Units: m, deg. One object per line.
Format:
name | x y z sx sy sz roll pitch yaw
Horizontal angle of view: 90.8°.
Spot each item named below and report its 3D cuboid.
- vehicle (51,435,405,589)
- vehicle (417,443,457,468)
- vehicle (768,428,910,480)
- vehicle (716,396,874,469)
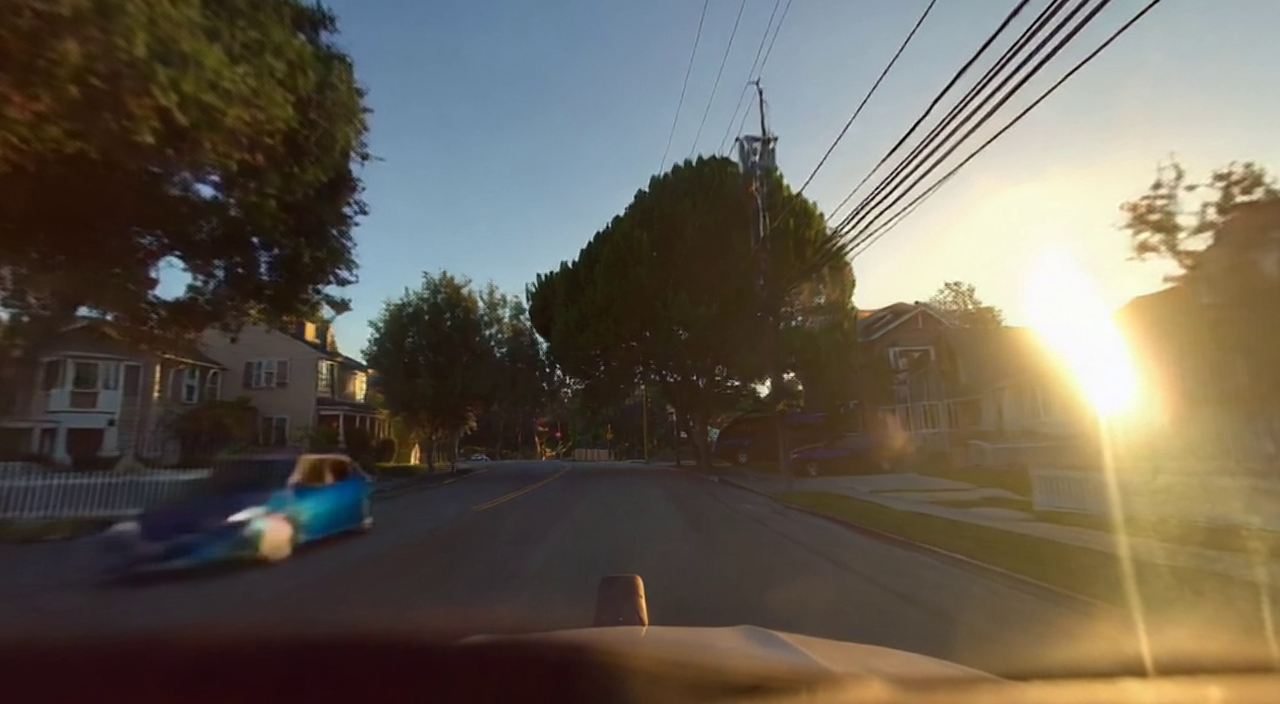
vehicle | -4.910 1.904 8.499 1.892 1.501 4.335 0 -8 -1
vehicle | -13.836 7.027 43.126 2.390 1.431 4.253 2 -7 -17
vehicle | 7.087 3.676 22.866 4.412 1.565 1.957 -3 -8 -1
vehicle | 7.726 4.109 32.043 7.115 3.010 2.378 -4 -9 -6
